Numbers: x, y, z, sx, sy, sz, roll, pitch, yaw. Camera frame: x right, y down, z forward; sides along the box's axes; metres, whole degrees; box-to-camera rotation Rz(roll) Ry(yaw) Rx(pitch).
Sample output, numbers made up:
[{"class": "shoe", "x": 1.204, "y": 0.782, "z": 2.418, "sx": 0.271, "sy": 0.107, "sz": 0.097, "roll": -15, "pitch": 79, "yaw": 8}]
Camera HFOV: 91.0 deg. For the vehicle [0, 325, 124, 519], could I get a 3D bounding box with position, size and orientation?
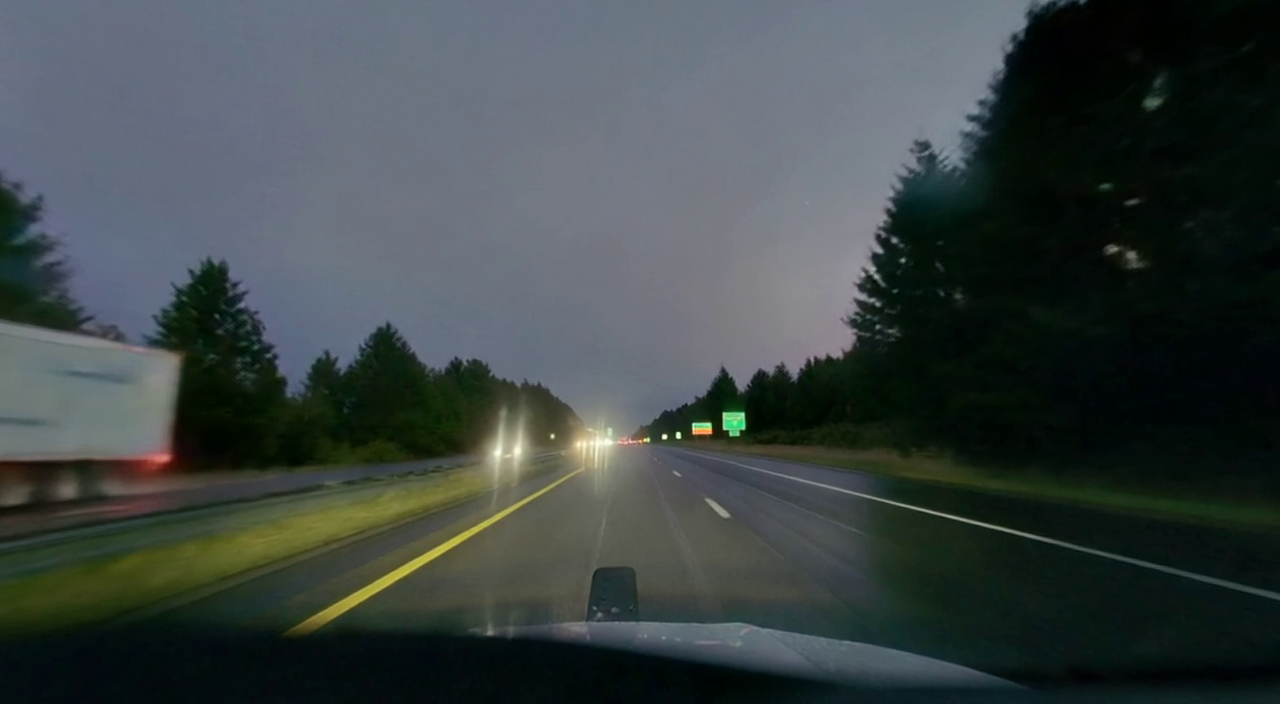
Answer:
[{"class": "vehicle", "x": -14.024, "y": 0.843, "z": 8.612, "sx": 2.794, "sy": 3.792, "sz": 13.285, "roll": 0, "pitch": -8, "yaw": 0}]
